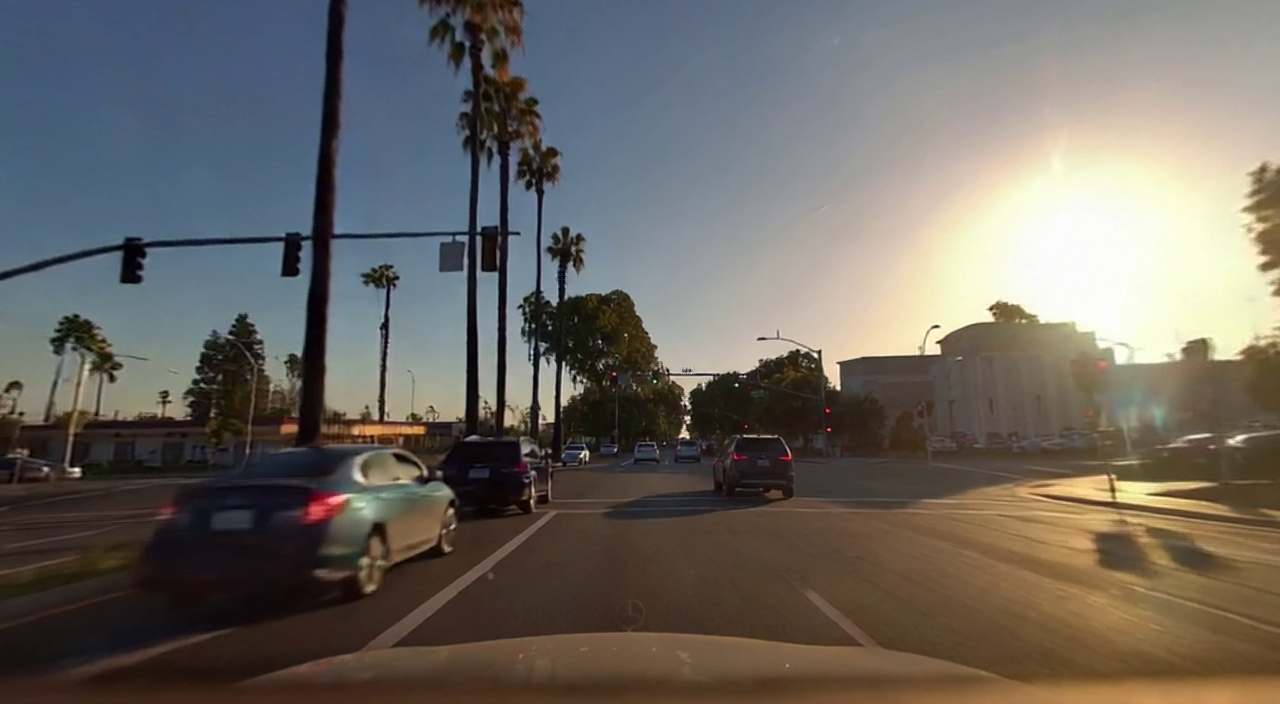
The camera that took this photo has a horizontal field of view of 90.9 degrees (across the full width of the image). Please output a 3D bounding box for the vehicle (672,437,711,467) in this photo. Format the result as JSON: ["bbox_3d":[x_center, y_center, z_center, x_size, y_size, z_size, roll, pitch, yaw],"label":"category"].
[{"bbox_3d":[3.475,6.876,43.533,2.154,1.975,4.634,0,-8,-1],"label":"vehicle"}]

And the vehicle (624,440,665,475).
[{"bbox_3d":[0.214,5.449,32.790,1.991,1.664,3.814,0,-8,0],"label":"vehicle"}]

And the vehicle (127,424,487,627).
[{"bbox_3d":[-3.211,1.715,7.282,1.788,1.600,4.298,-1,-8,0],"label":"vehicle"}]

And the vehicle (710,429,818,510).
[{"bbox_3d":[2.958,2.884,15.909,1.872,1.752,3.896,0,-8,-1],"label":"vehicle"}]

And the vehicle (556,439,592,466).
[{"bbox_3d":[-5.010,7.707,48.320,2.126,1.790,4.332,4,-8,2],"label":"vehicle"}]

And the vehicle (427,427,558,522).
[{"bbox_3d":[-3.188,2.735,14.620,1.972,1.827,4.433,-1,-8,0],"label":"vehicle"}]

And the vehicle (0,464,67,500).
[{"bbox_3d":[-31.653,6.526,31.665,3.811,1.628,1.920,-1,-8,1],"label":"vehicle"}]
